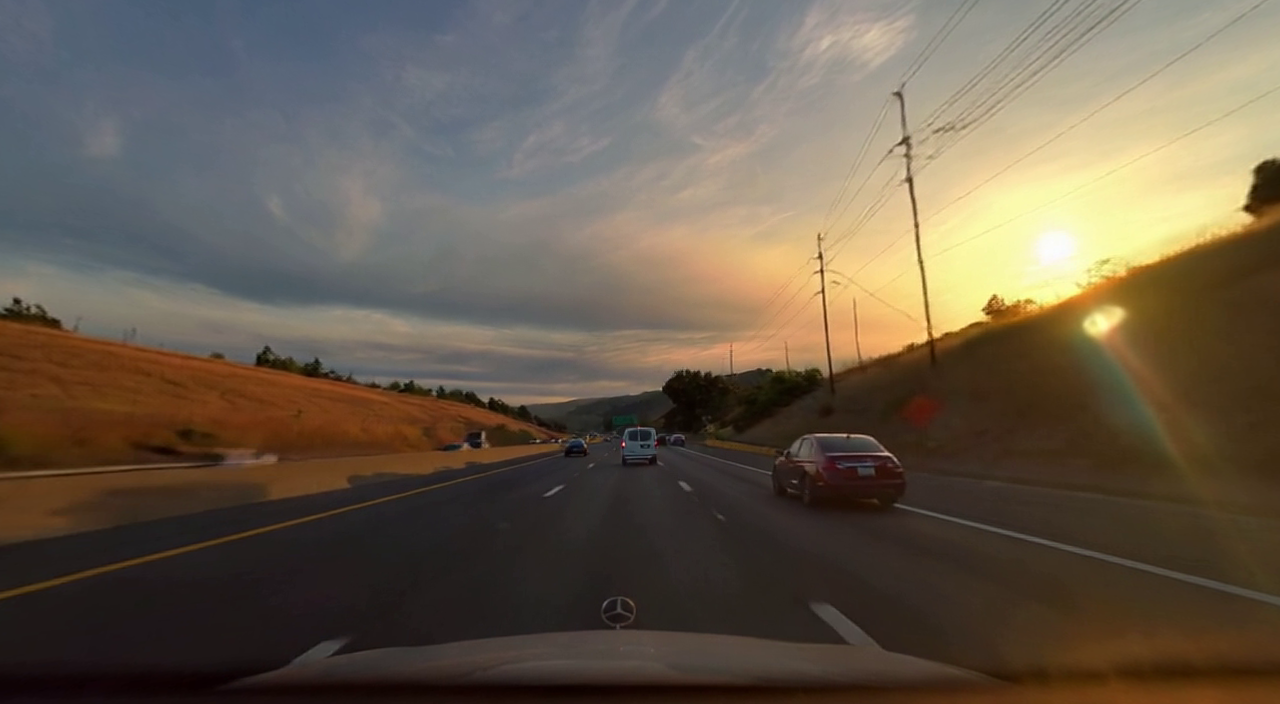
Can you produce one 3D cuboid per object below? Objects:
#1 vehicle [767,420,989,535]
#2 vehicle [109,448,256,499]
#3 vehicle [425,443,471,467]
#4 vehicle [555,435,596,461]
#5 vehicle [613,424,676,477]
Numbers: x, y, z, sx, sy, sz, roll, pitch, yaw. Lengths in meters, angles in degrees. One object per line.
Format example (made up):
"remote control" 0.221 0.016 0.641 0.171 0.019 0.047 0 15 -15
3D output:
"vehicle" 3.757 2.043 11.061 1.923 1.562 4.691 0 -8 -2
"vehicle" -15.456 4.077 21.627 1.940 1.466 4.157 0 -8 -1
"vehicle" -12.222 6.556 40.350 1.904 1.452 3.703 0 -7 -2
"vehicle" -3.957 5.991 39.501 2.093 1.517 4.648 0 -8 0
"vehicle" 0.105 3.658 23.732 2.159 1.811 4.238 0 -8 -1
